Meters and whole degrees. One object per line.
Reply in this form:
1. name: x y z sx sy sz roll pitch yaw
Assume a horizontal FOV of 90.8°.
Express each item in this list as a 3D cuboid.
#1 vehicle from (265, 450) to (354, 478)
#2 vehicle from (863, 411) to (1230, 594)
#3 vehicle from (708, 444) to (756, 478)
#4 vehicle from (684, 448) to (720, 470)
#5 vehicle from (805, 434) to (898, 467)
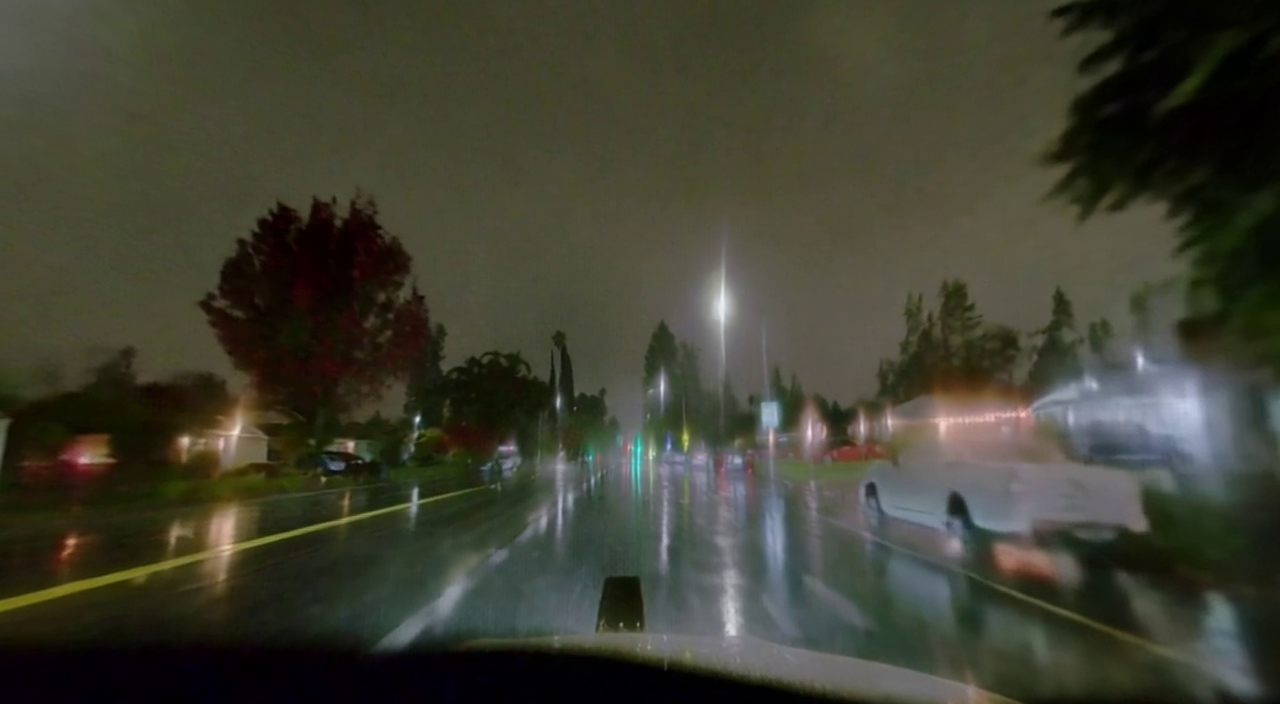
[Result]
1. vehicle: -20.934 7.099 40.125 4.534 1.536 1.952 1 -8 0
2. vehicle: 5.040 1.905 8.934 2.082 1.763 4.718 3 -9 0
3. vehicle: 4.777 5.761 33.310 1.934 1.546 5.009 2 -10 2
4. vehicle: 4.653 8.094 47.883 2.035 1.498 4.910 0 -9 -2
5. vehicle: 12.739 5.999 38.329 4.850 1.610 1.980 -5 -9 3
